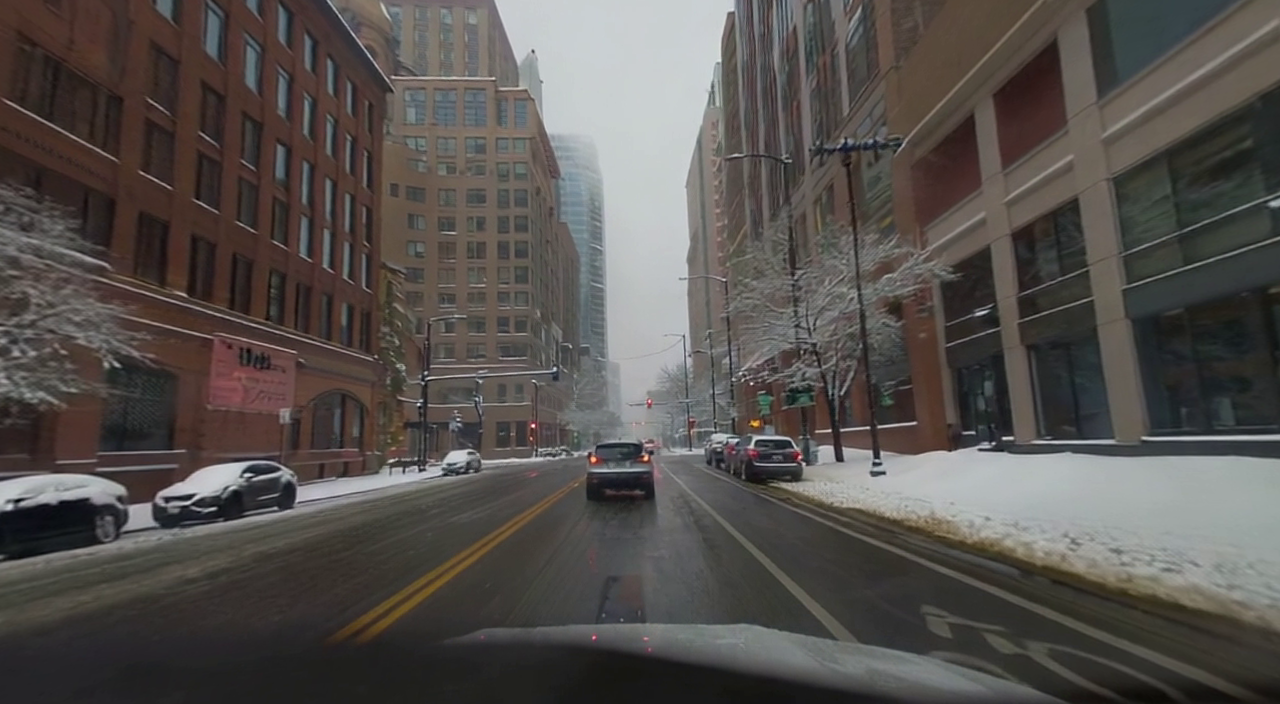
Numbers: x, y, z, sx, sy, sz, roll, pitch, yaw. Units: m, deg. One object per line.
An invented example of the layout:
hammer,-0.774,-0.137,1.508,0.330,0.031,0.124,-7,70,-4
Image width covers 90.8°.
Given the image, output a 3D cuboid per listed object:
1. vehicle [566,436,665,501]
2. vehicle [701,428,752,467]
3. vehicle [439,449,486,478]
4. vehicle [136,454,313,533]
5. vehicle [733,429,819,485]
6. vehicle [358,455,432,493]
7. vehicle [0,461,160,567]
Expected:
vehicle,-0.591,2.979,16.575,2.269,1.479,3.980,0,-8,-1
vehicle,4.618,5.200,34.515,1.972,1.822,4.889,-3,-8,-1
vehicle,-12.165,7.606,43.536,1.939,1.668,4.554,-6,-8,-1
vehicle,-11.884,4.014,18.623,2.090,1.784,4.832,-4,-8,-2
vehicle,4.524,3.569,21.793,1.924,1.645,4.528,-1,-8,0
vehicle,-12.141,6.036,31.577,1.968,1.469,4.523,-3,-8,-1
vehicle,-12.081,3.179,12.341,1.945,1.712,4.648,-7,-8,-2
